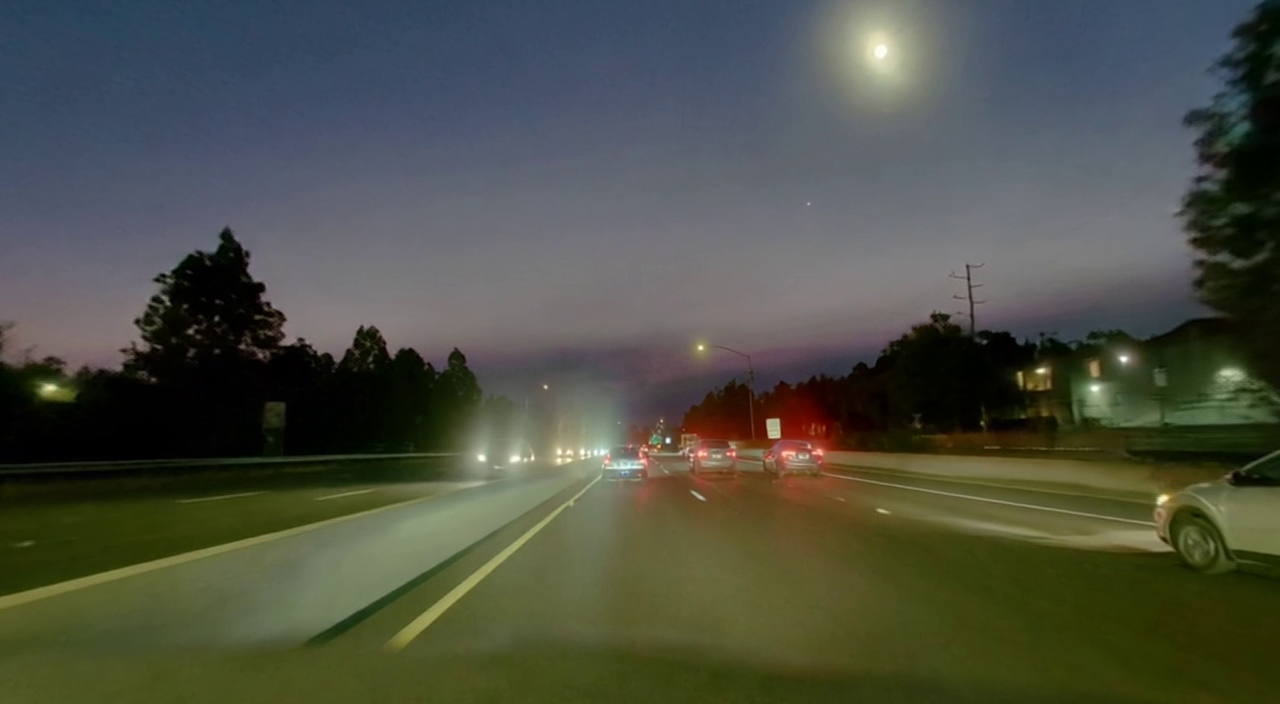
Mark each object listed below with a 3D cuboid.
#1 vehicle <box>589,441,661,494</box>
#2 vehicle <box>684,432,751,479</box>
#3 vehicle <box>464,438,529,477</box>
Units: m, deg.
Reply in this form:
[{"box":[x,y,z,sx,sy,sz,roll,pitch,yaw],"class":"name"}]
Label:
[{"box":[-0.413,3.536,19.657,2.040,1.451,3.736,0,-9,0],"class":"vehicle"},{"box":[3.197,4.399,27.038,2.186,1.842,4.553,0,-9,-2],"class":"vehicle"},{"box":[-7.318,5.448,32.853,2.205,1.832,5.001,0,-9,0],"class":"vehicle"}]
